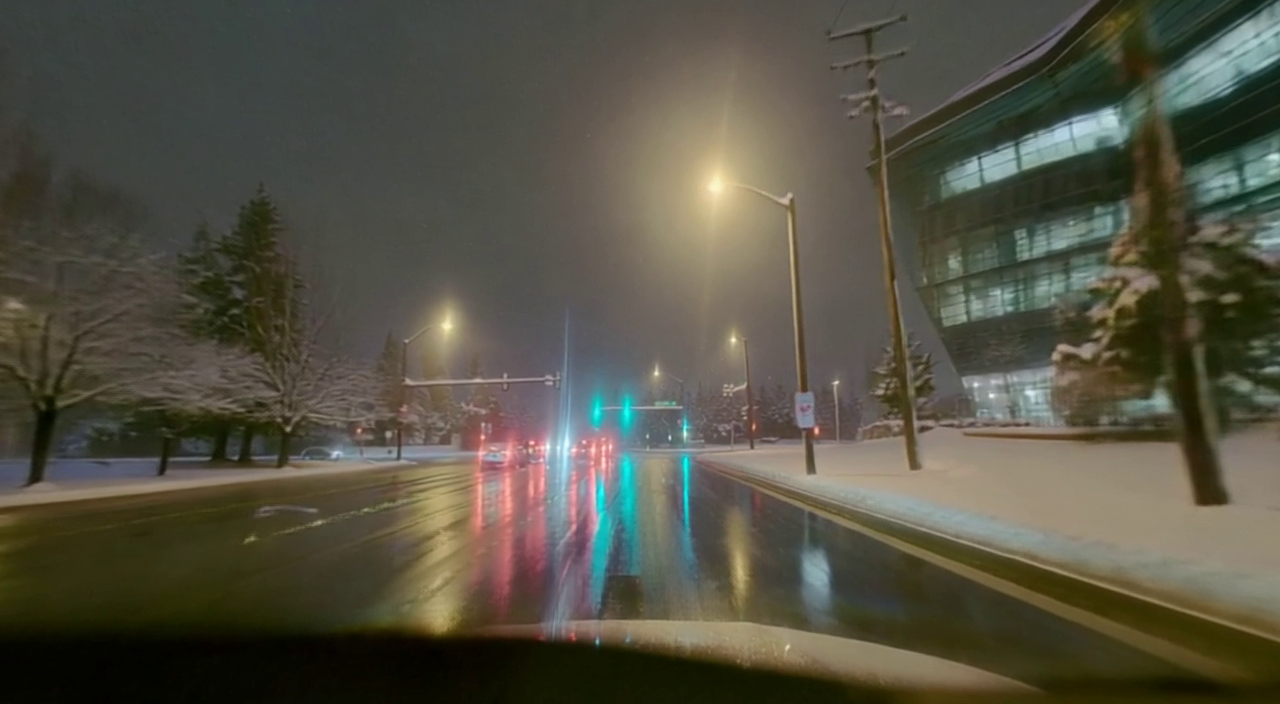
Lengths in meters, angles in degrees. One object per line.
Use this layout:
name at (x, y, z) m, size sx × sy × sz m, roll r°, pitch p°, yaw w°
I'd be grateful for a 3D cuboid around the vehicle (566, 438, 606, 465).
vehicle at (-3.403, 6.353, 40.164) m, size 2.043 × 1.636 × 4.320 m, roll 0°, pitch -9°, yaw 2°

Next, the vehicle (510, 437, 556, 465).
vehicle at (-7.224, 6.778, 43.018) m, size 2.152 × 1.813 × 4.751 m, roll 0°, pitch -9°, yaw 2°

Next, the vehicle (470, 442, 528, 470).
vehicle at (-7.713, 5.732, 34.798) m, size 2.030 × 1.440 × 4.464 m, roll 0°, pitch -9°, yaw 2°
